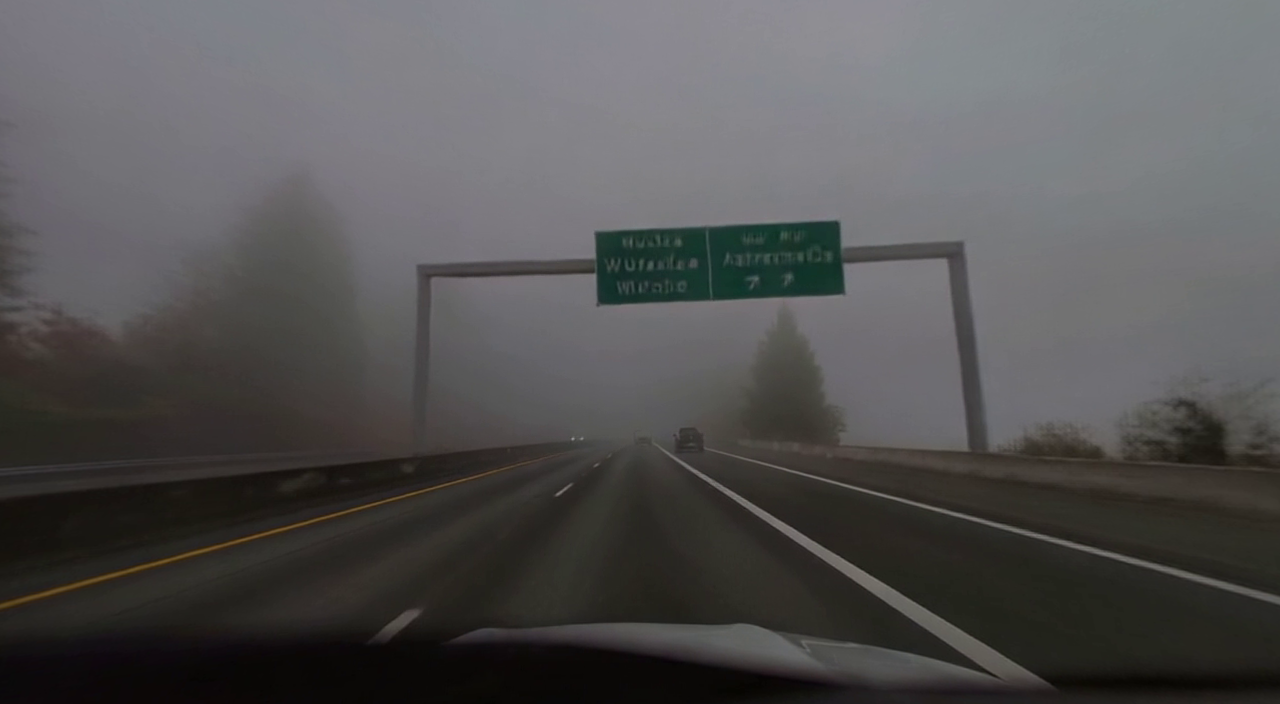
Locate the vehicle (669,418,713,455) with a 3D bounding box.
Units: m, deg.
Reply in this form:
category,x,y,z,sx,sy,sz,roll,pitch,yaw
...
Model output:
category,x,y,z,sx,sy,sz,roll,pitch,yaw
vehicle,3.323,5.642,42.016,2.450,2.314,4.753,0,-8,-1
